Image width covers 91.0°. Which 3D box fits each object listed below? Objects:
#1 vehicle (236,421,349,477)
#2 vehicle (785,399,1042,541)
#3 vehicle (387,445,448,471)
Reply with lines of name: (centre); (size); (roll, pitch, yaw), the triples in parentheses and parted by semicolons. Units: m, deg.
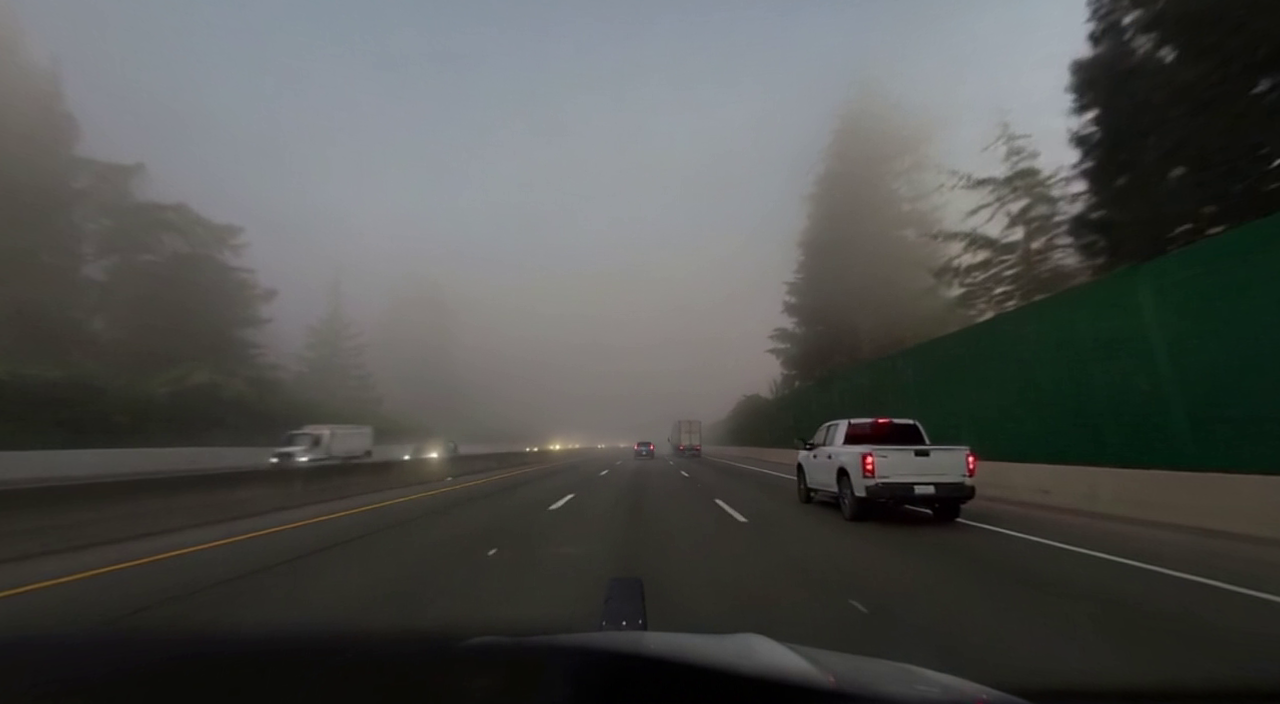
vehicle: (-17.159, 4.844, 31.577); (2.272, 2.546, 5.794); (0, -8, 1)
vehicle: (4.380, 2.008, 11.362); (2.209, 1.943, 5.262); (0, -8, 0)
vehicle: (-12.820, 6.133, 36.619); (1.884, 1.414, 4.559); (0, -8, 0)
